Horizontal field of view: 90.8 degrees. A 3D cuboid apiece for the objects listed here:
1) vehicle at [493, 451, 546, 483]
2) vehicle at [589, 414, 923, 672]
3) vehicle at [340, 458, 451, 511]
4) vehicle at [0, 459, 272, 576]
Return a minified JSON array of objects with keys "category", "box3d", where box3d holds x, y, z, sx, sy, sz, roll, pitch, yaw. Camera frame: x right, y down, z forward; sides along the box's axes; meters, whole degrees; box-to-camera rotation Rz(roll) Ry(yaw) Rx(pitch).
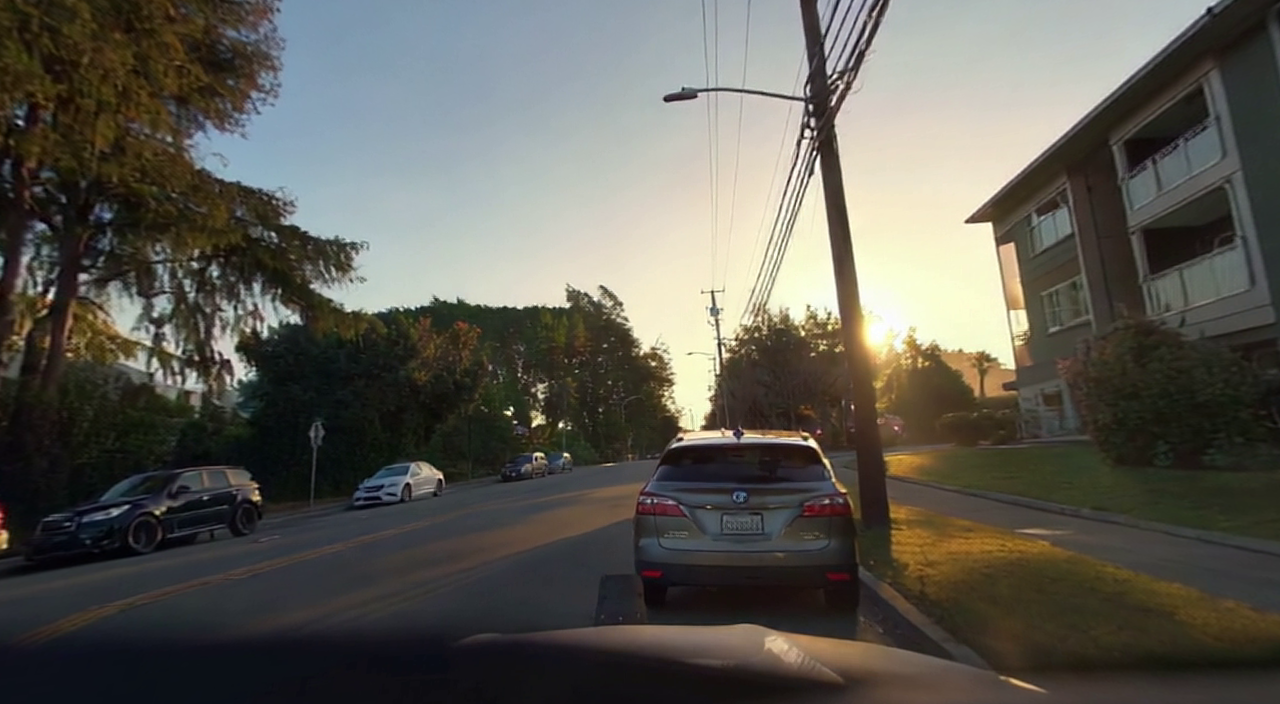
[{"category":"vehicle","box3d":[-7.519,7.212,39.893,2.011,1.801,4.676,-1,-8,6]},{"category":"vehicle","box3d":[0.965,1.514,6.314,2.030,1.535,4.683,-1,-8,7]},{"category":"vehicle","box3d":[-9.393,5.084,24.723,2.017,1.582,4.664,-8,-10,6]},{"category":"vehicle","box3d":[-10.131,3.234,13.119,2.068,1.745,4.579,-8,-10,3]}]
